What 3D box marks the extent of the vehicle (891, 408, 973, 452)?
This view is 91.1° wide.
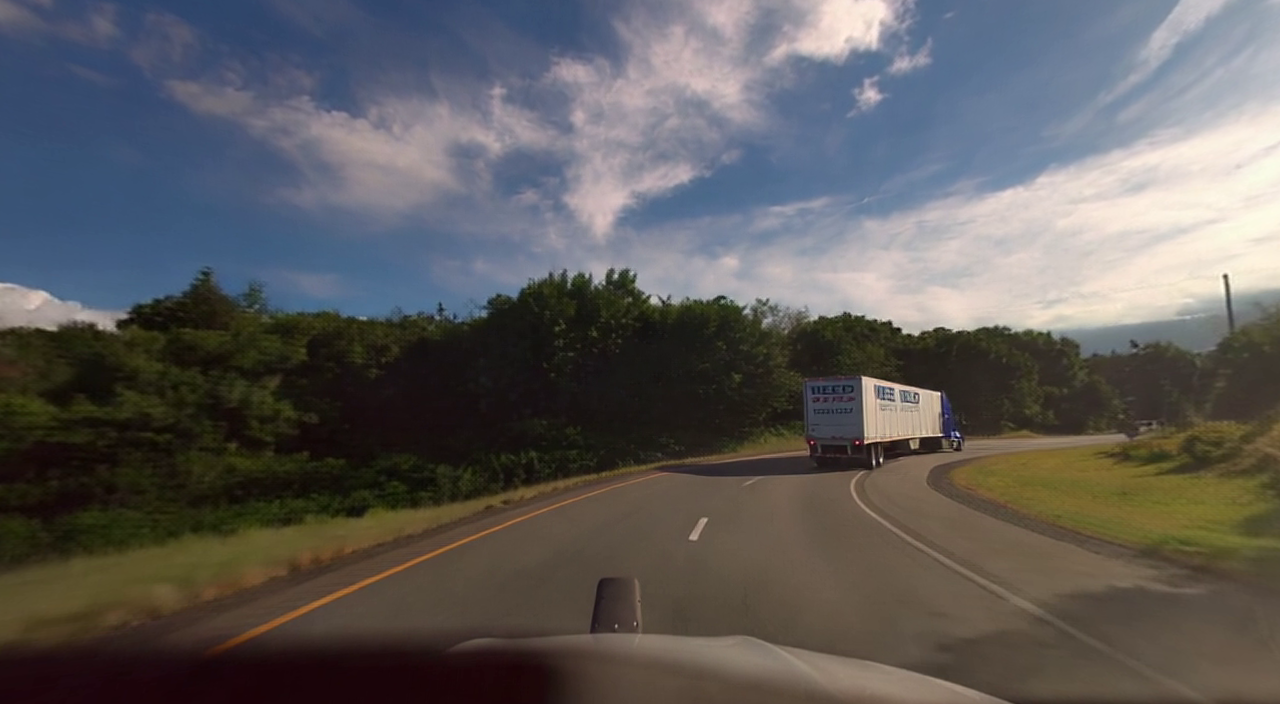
[{"bbox_3d":[18.154,4.841,38.848,6.650,2.524,2.120,7,-10,-43],"label":"vehicle"}]

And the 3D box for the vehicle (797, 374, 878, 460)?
[{"bbox_3d":[9.363,3.121,29.714,2.963,3.771,3.137,-4,-9,28],"label":"vehicle"}]
